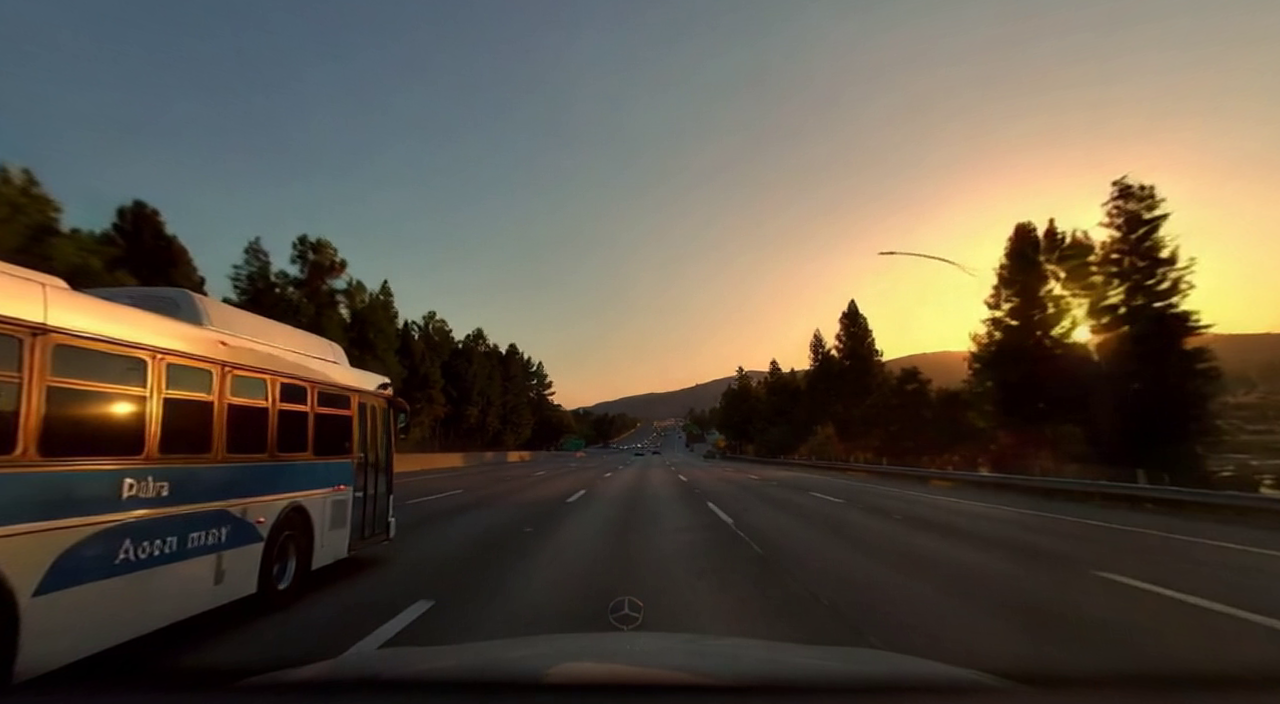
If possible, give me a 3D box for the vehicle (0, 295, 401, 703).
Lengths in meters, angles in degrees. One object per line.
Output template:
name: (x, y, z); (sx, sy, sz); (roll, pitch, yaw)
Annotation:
vehicle: (-3.980, 1.034, 4.874); (2.127, 1.985, 5.205); (0, -8, 1)
